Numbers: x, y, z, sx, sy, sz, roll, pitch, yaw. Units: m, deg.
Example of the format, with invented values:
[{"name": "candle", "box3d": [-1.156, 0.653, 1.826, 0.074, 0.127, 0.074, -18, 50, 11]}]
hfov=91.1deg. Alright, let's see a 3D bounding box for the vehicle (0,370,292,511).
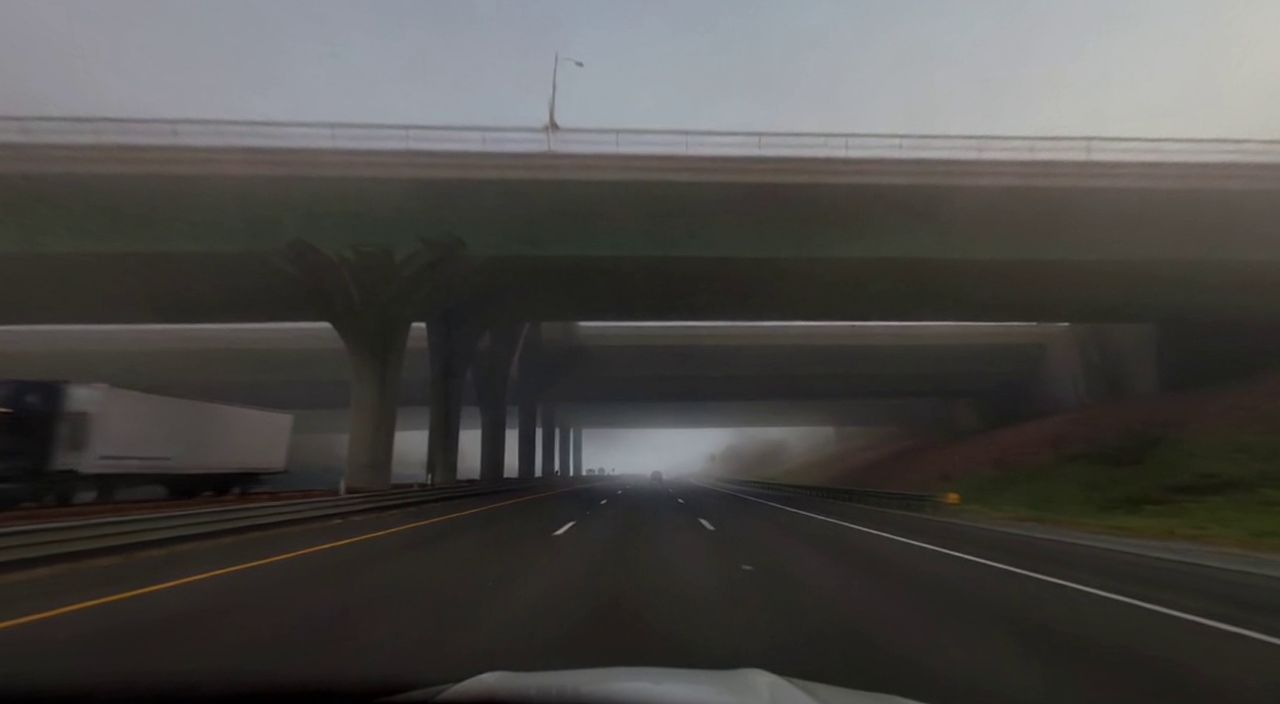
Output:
[{"name": "vehicle", "box3d": [-19.404, 3.801, 25.124, 2.892, 4.079, 13.485, 0, -11, 1]}]
